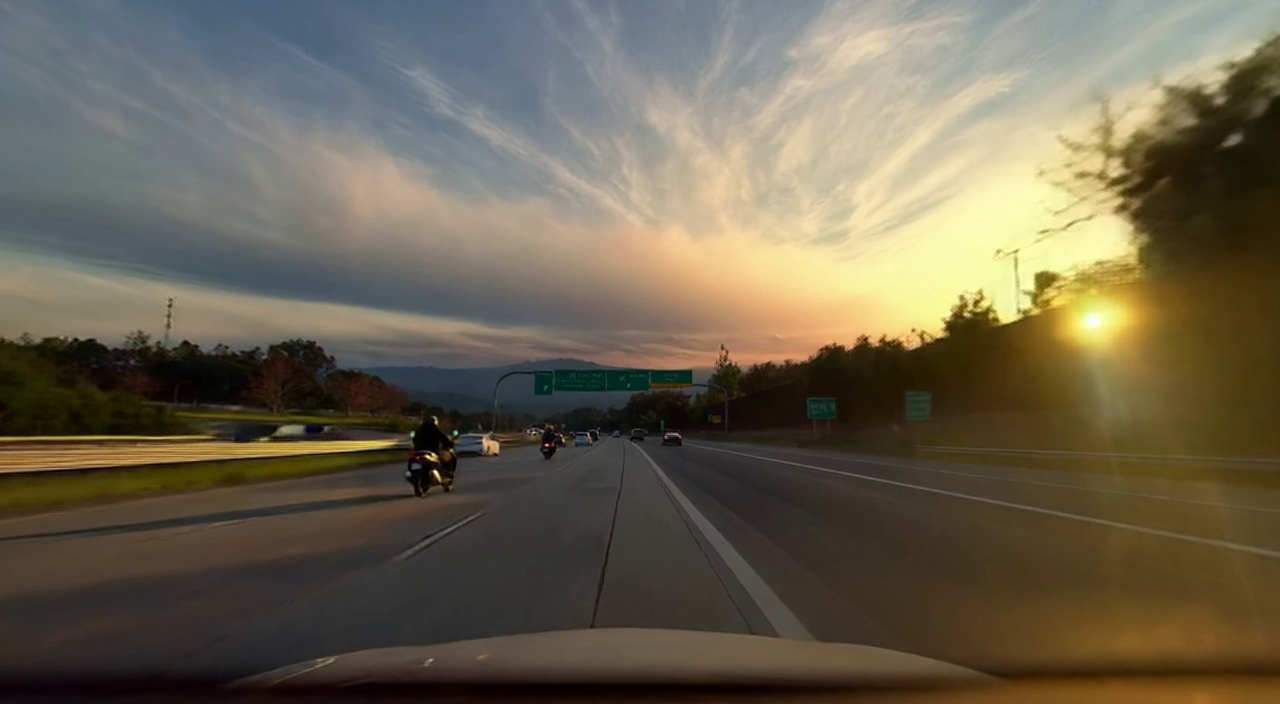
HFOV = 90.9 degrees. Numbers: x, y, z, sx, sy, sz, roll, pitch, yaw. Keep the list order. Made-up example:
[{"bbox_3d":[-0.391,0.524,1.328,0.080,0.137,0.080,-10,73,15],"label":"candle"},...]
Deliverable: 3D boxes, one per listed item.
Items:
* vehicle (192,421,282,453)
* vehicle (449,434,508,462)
[{"bbox_3d":[-20.955,4.439,32.973,1.896,1.529,4.323,0,-8,-1],"label":"vehicle"},{"bbox_3d":[-8.787,5.218,34.616,2.053,1.409,4.704,0,-8,-1],"label":"vehicle"}]
